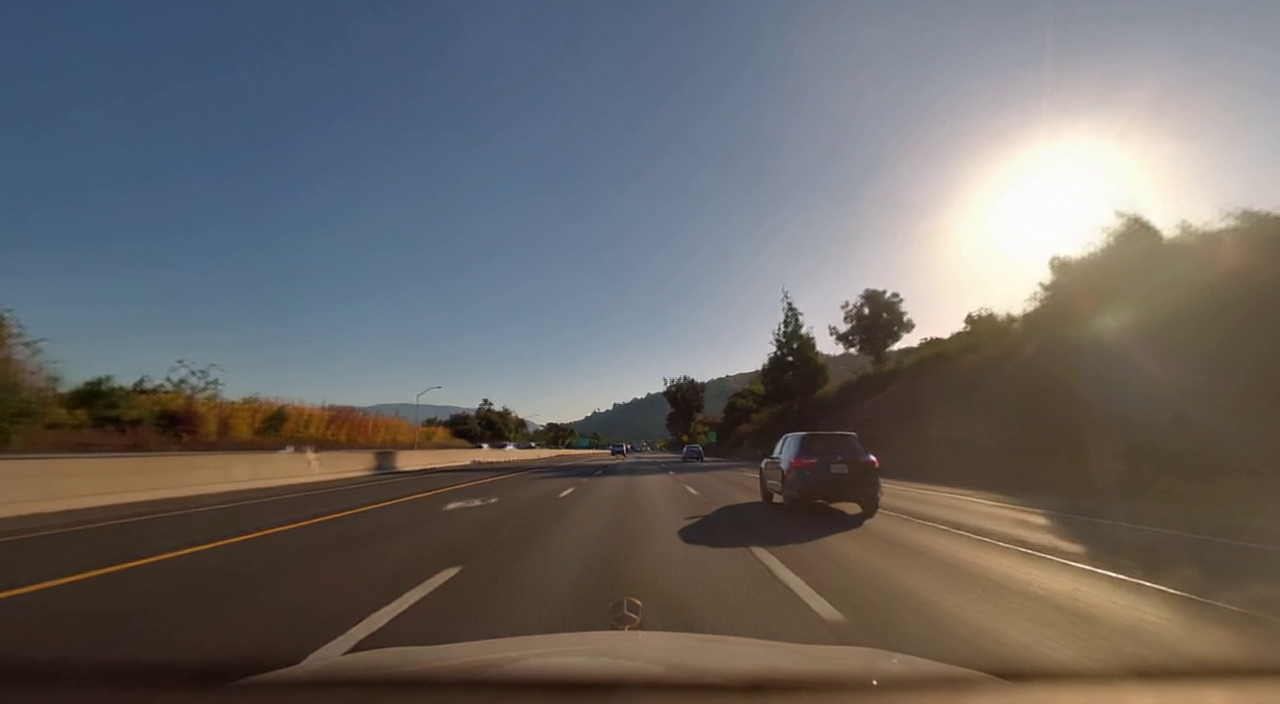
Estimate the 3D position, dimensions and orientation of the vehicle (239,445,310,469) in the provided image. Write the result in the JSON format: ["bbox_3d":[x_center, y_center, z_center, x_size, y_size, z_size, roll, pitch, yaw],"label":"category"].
[{"bbox_3d":[-24.420,7.033,42.309,1.863,1.467,4.674,0,-9,2],"label":"vehicle"}]

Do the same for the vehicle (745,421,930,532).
[{"bbox_3d":[3.373,2.224,11.751,2.095,1.668,4.135,0,-9,0],"label":"vehicle"}]

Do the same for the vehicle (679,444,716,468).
[{"bbox_3d":[3.715,6.824,41.432,2.047,1.501,4.237,0,-9,0],"label":"vehicle"}]
